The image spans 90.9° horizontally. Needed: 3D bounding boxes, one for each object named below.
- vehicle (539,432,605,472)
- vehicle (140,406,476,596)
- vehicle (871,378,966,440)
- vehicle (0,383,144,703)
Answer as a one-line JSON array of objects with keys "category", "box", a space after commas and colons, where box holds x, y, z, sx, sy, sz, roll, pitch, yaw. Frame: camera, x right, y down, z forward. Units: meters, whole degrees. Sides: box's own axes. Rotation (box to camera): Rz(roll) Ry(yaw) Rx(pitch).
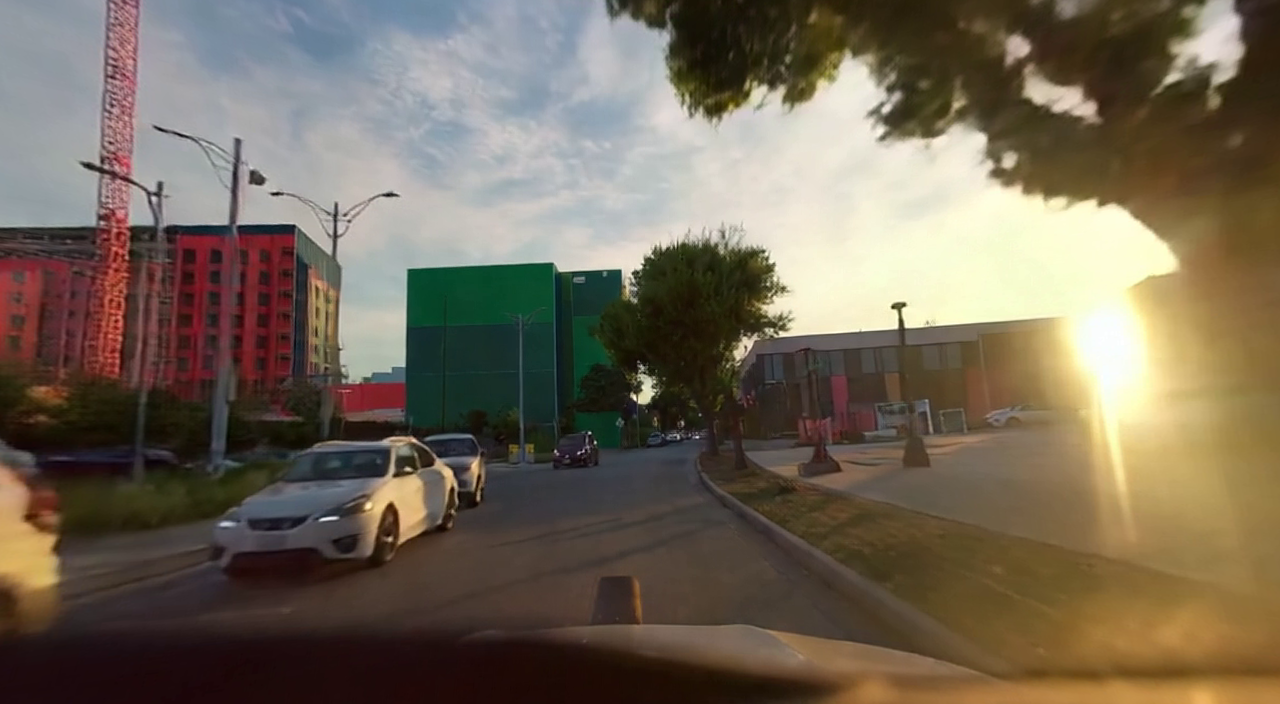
[{"category": "vehicle", "box": [-2.979, 4.507, 28.705, 1.967, 1.646, 4.192, -1, -8, 9]}, {"category": "vehicle", "box": [-3.572, 1.631, 7.915, 2.026, 1.699, 4.224, 0, -8, -2]}, {"category": "vehicle", "box": [19.305, 4.217, 44.493, 3.031, 3.863, 9.734, -1, -8, 5]}, {"category": "vehicle", "box": [-3.739, 0.778, 1.338, 1.980, 1.635, 4.153, 0, -8, 0]}]
